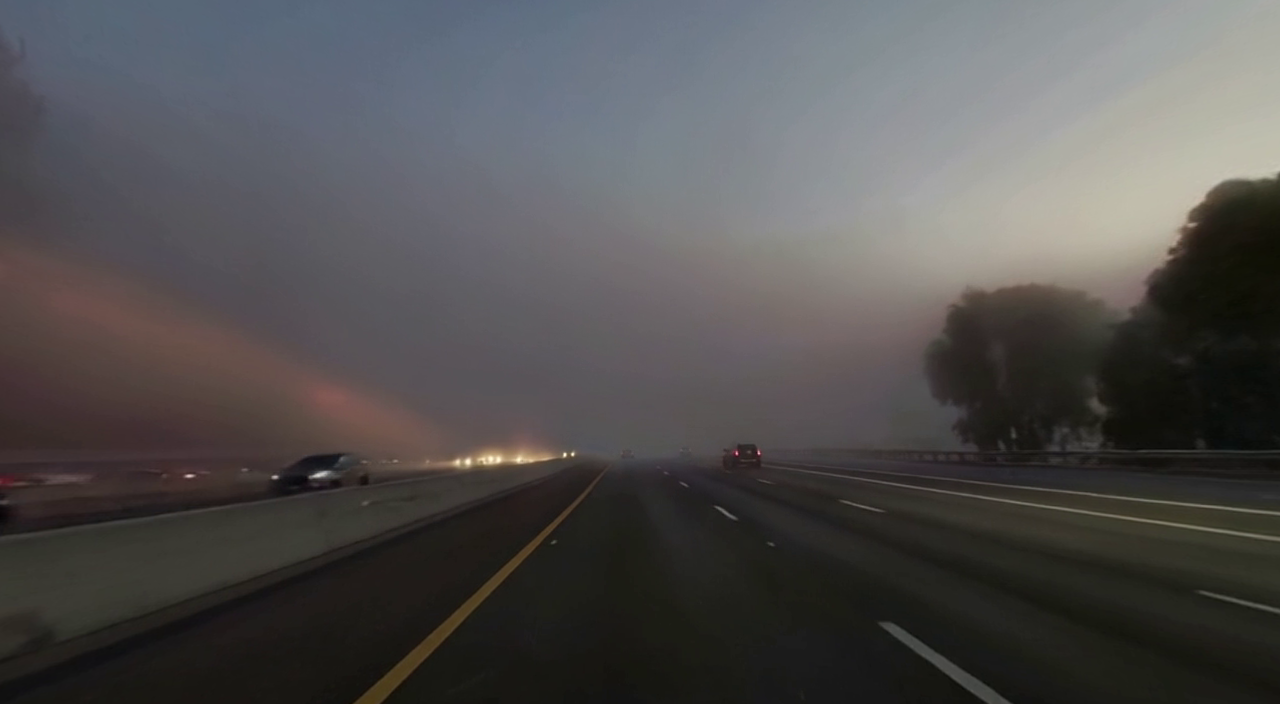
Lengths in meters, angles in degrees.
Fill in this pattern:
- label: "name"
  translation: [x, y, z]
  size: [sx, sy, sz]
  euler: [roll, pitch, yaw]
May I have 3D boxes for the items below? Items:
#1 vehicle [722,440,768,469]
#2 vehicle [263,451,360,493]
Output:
- label: "vehicle"
  translation: [6.518, 6.453, 39.826]
  size: [2.030, 1.706, 4.279]
  euler: [0, -9, -2]
- label: "vehicle"
  translation: [-14.958, 5.436, 29.107]
  size: [2.051, 1.734, 4.457]
  euler: [0, -9, 0]
